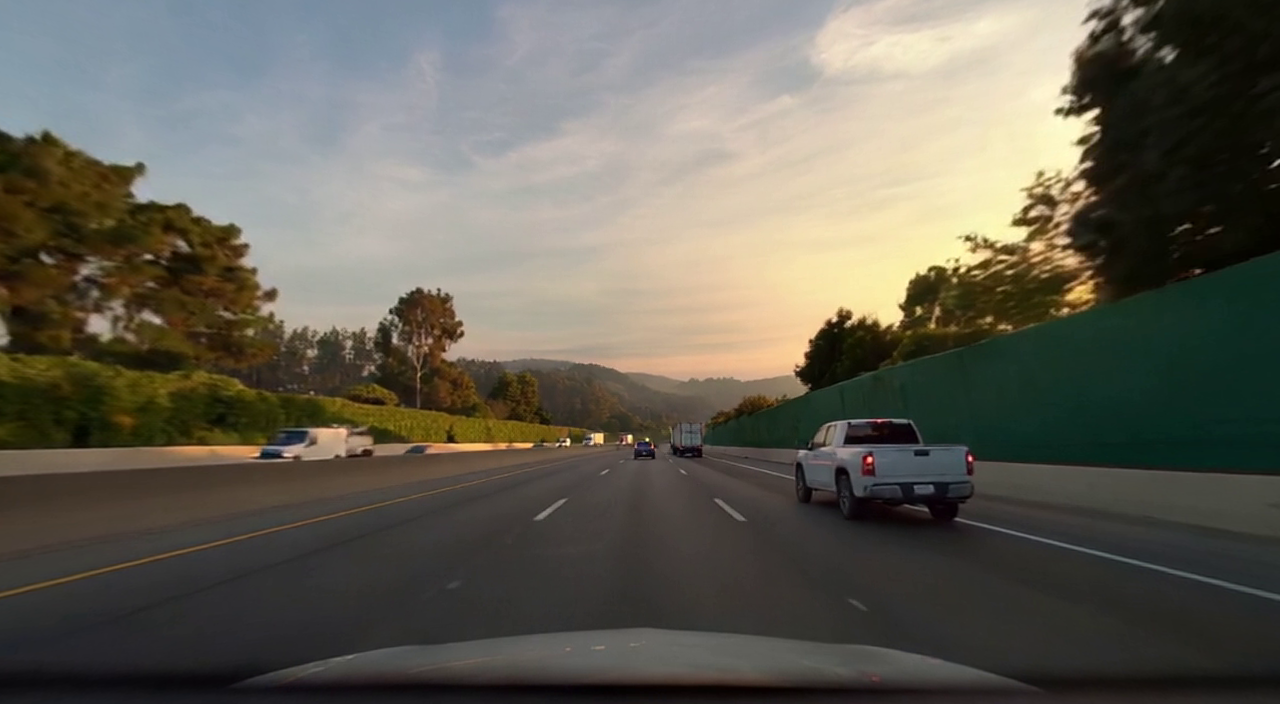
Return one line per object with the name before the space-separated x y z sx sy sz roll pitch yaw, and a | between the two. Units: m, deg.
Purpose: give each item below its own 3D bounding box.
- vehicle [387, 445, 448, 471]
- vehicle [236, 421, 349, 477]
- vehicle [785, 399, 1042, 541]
vehicle | -12.820 6.133 36.619 1.884 1.414 4.559 0 -8 0
vehicle | -17.159 4.844 31.577 2.272 2.546 5.794 0 -8 1
vehicle | 4.380 2.008 11.362 2.209 1.943 5.262 0 -8 0
